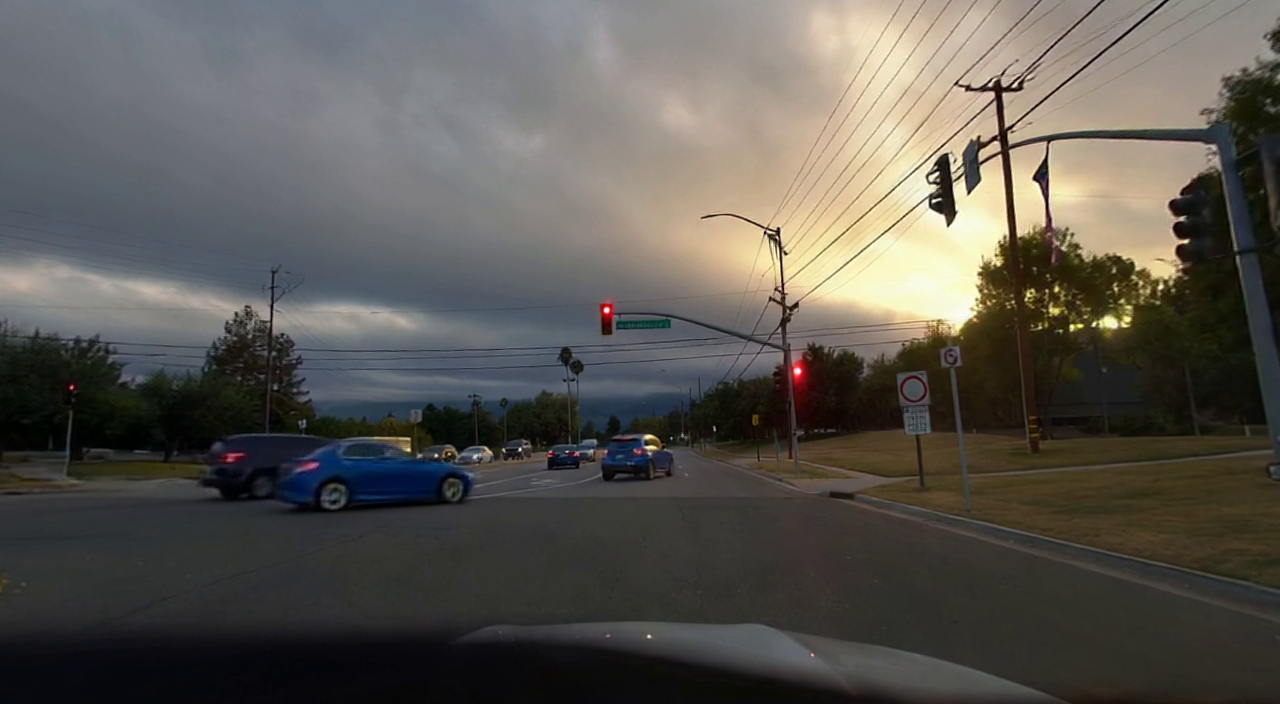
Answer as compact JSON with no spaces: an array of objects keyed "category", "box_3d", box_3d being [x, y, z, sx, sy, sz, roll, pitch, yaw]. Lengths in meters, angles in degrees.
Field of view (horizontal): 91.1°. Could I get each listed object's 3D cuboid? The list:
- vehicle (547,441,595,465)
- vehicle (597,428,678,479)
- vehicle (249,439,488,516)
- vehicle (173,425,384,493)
[{"category":"vehicle","box_3d":[-4.373,6.507,40.473,1.846,1.446,4.531,-2,-9,10]},{"category":"vehicle","box_3d":[0.046,4.440,27.739,2.137,1.986,5.930,-2,-9,14]},{"category":"vehicle","box_3d":[-6.039,2.748,14.413,2.019,1.455,4.529,-8,-12,43]},{"category":"vehicle","box_3d":[-10.549,3.112,18.638,5.044,1.750,1.929,7,-11,-42]}]
